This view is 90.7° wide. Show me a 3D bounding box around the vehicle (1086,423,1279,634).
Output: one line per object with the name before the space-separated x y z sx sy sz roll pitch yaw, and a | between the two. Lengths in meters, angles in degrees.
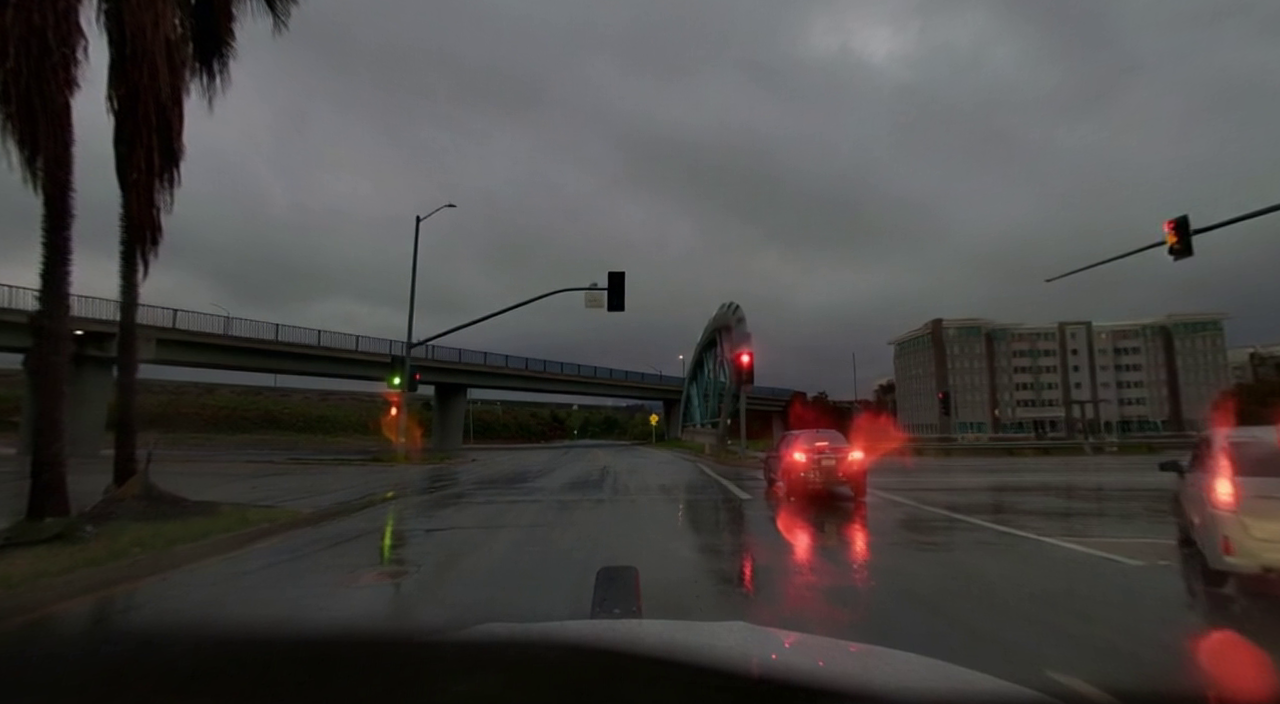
vehicle | 6.158 1.519 6.352 1.959 1.485 4.628 -4 -9 26
